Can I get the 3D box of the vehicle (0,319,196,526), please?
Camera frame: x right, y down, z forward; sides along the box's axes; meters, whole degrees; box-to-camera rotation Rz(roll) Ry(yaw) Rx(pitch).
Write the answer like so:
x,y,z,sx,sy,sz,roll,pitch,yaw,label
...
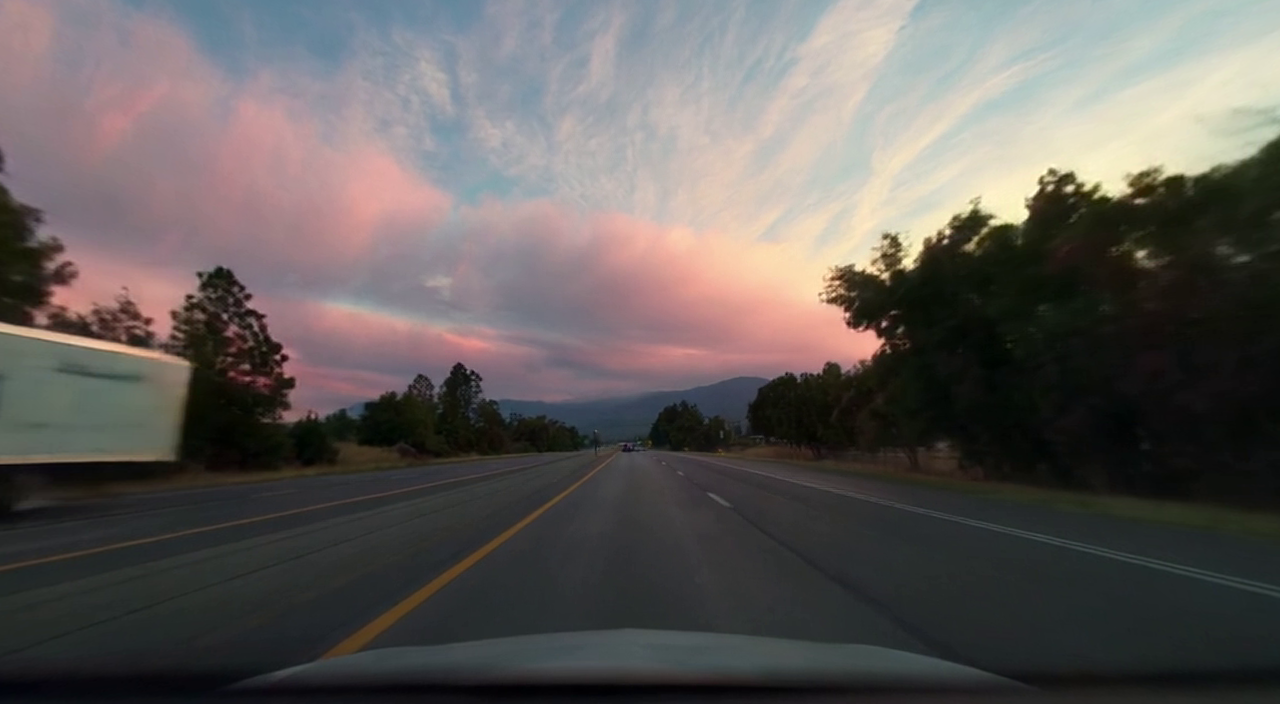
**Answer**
x,y,z,sx,sy,sz,roll,pitch,yaw,label
-13.506,1.491,12.939,2.809,3.856,7.984,0,-9,0,vehicle
